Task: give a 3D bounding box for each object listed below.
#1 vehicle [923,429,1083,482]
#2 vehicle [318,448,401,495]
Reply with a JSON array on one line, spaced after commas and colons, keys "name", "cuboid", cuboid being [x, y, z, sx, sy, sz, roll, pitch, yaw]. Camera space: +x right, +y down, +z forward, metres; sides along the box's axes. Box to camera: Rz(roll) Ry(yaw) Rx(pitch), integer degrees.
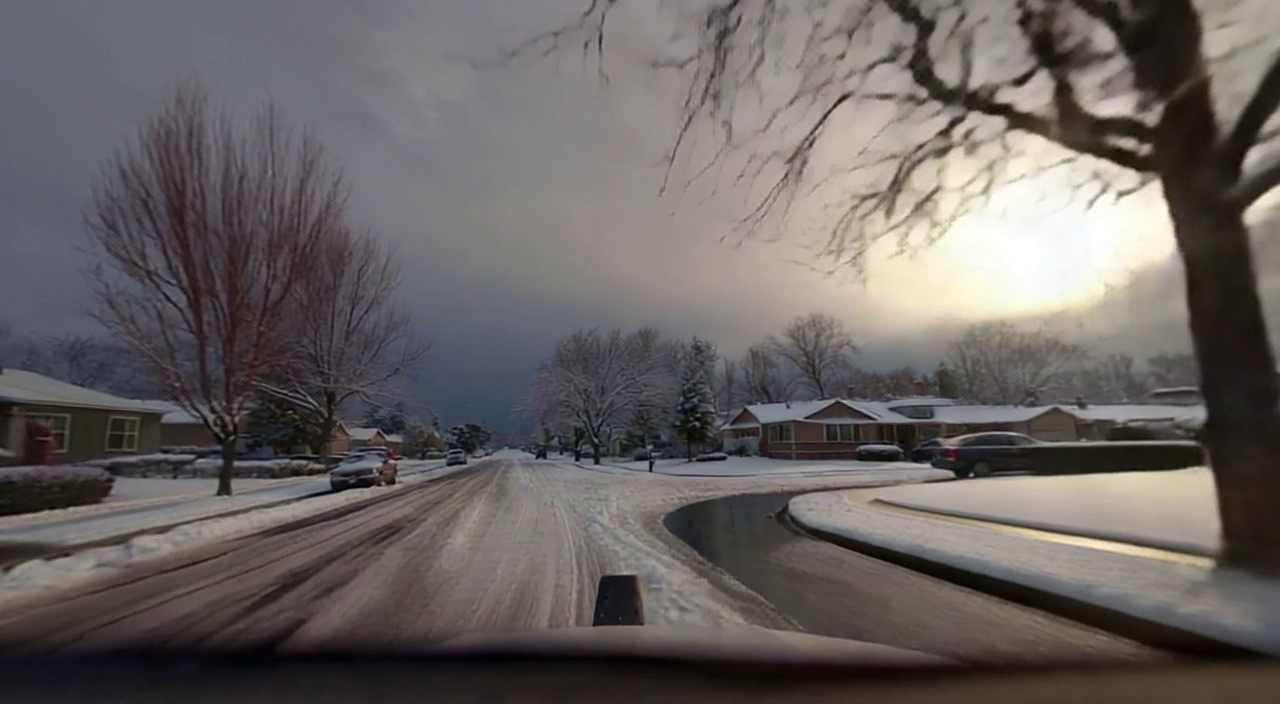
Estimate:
[{"name": "vehicle", "cuboid": [13.360, 3.796, 23.275, 4.933, 1.817, 2.014, 1, -8, -12]}, {"name": "vehicle", "cuboid": [-10.516, 4.479, 23.922, 1.938, 1.499, 4.290, -2, -9, -11]}]
